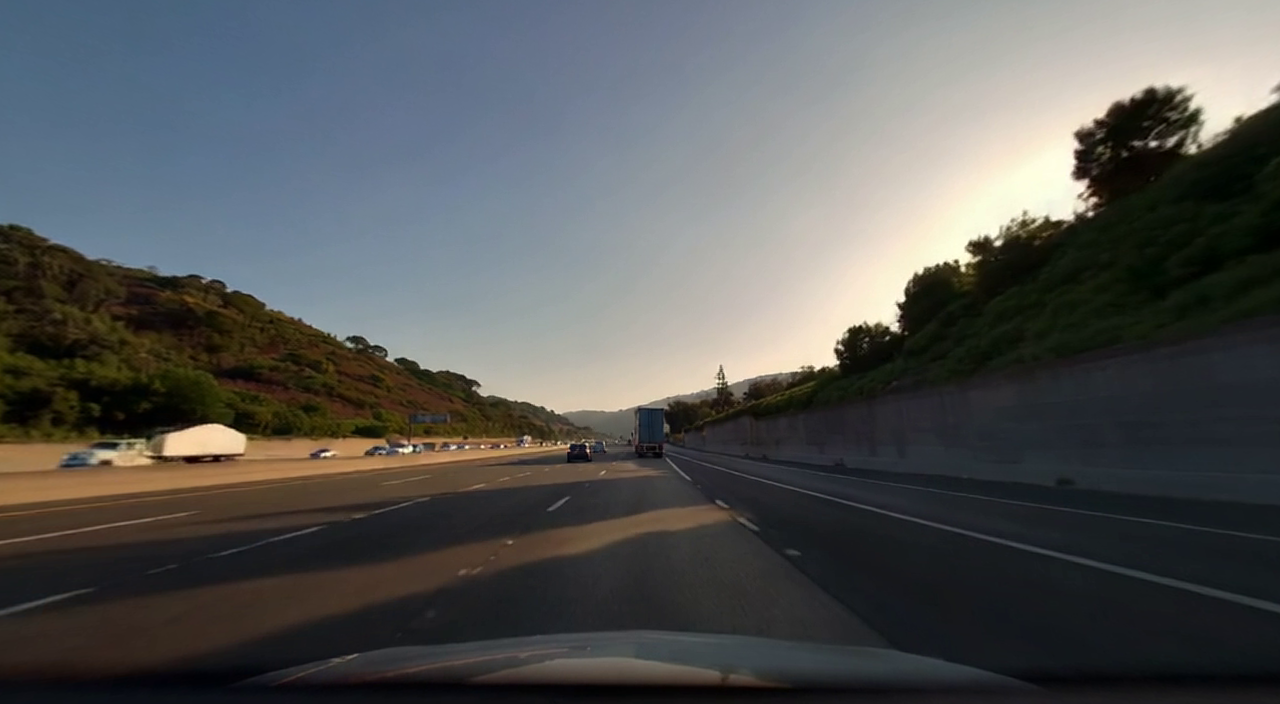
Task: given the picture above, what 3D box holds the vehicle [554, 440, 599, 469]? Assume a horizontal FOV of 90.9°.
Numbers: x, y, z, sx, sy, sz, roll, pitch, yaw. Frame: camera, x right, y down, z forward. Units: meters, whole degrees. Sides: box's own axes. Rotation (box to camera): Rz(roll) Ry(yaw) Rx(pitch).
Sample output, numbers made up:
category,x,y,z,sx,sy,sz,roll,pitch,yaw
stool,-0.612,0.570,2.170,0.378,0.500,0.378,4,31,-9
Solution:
category,x,y,z,sx,sy,sz,roll,pitch,yaw
vehicle,-3.504,5.695,35.389,1.983,1.508,4.060,0,-8,1
